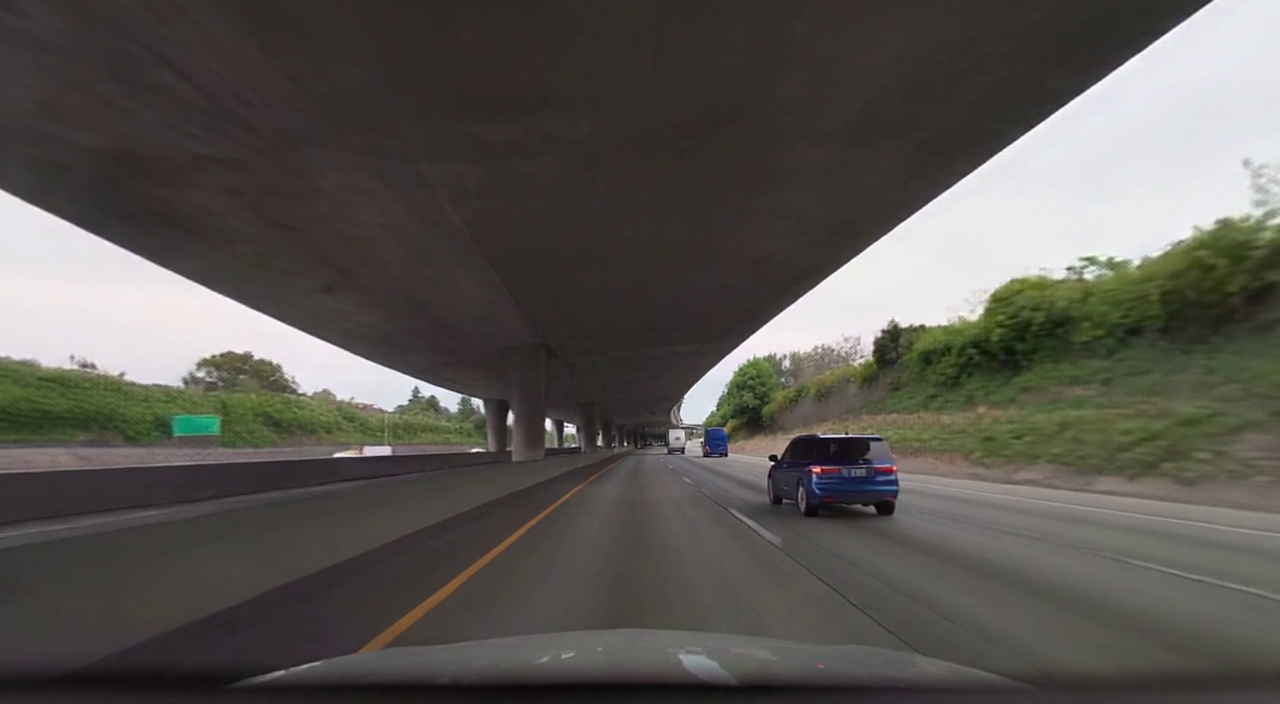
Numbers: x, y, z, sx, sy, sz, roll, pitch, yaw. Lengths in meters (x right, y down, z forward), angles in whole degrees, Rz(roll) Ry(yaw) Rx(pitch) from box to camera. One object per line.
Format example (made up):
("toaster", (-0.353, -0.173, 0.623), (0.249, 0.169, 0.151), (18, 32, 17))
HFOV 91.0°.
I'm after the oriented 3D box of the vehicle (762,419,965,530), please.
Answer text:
("vehicle", (3.885, 2.216, 11.987), (2.148, 1.691, 4.443), (0, -8, -1))
